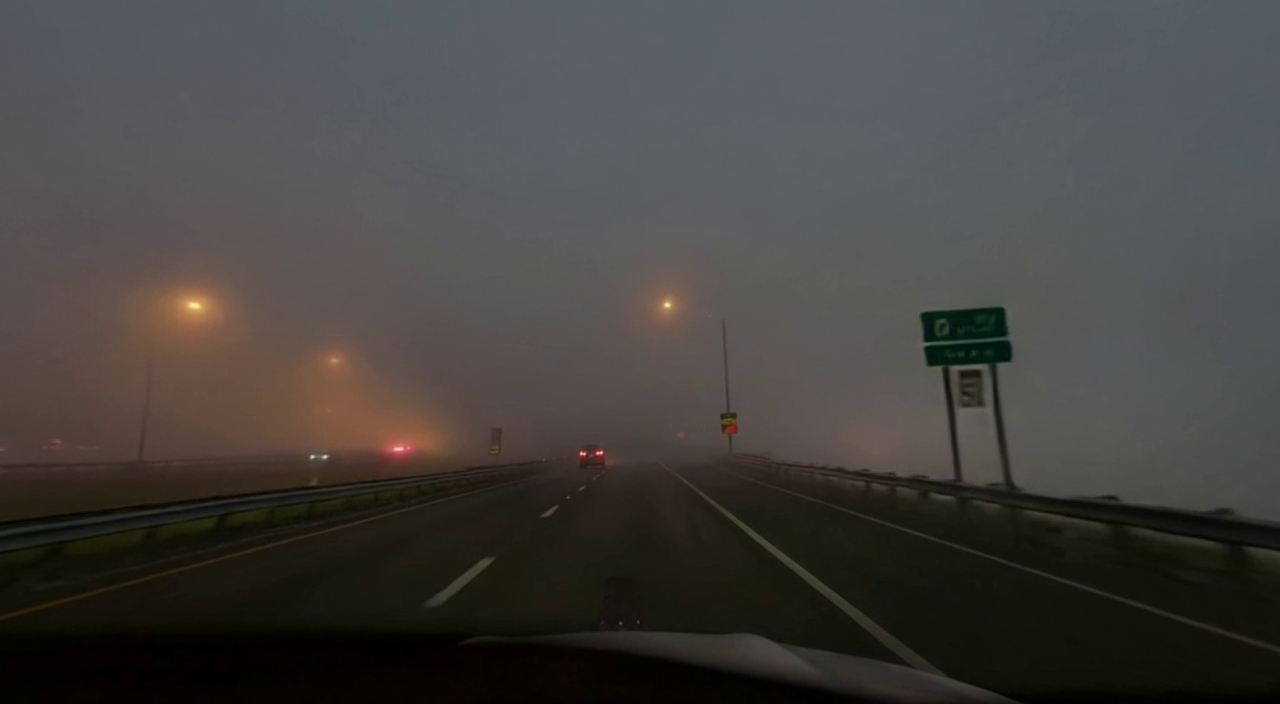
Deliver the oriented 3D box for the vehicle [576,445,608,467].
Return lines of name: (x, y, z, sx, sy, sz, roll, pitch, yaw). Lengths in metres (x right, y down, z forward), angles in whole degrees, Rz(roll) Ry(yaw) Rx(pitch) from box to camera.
vehicle: (-3.699, 8.127, 49.473, 2.234, 1.588, 4.484, 0, -8, -1)
